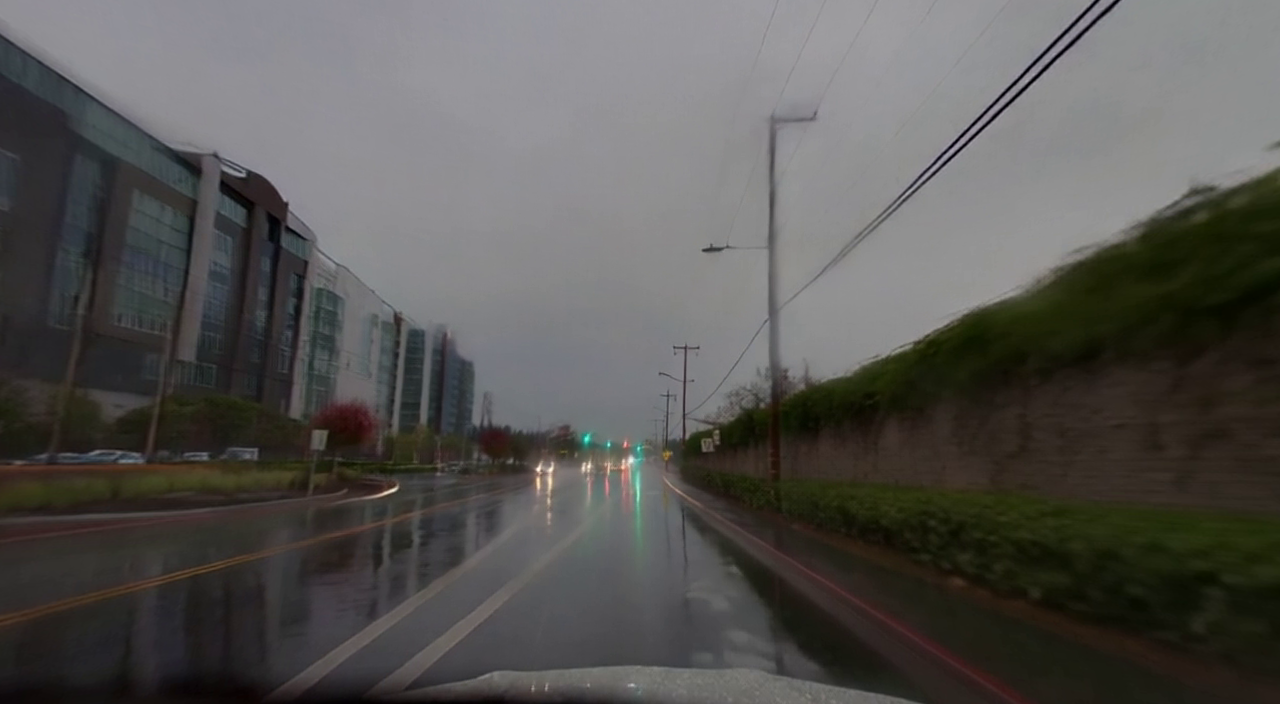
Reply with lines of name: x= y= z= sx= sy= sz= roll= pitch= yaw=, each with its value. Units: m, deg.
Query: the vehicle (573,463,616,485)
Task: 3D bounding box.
vehicle: x=-3.483 y=9.523 z=49.097 sx=2.067 sy=1.629 sz=3.858 roll=-3 pitch=-11 yaw=18

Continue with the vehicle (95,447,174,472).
vehicle: x=-31.007 y=6.581 z=38.521 sx=3.795 sy=1.474 sz=1.828 roll=-3 pitch=-11 yaw=18

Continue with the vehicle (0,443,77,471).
vehicle: x=-32.815 y=5.687 z=33.854 sx=3.977 sy=1.439 sz=1.775 roll=-3 pitch=-11 yaw=20
